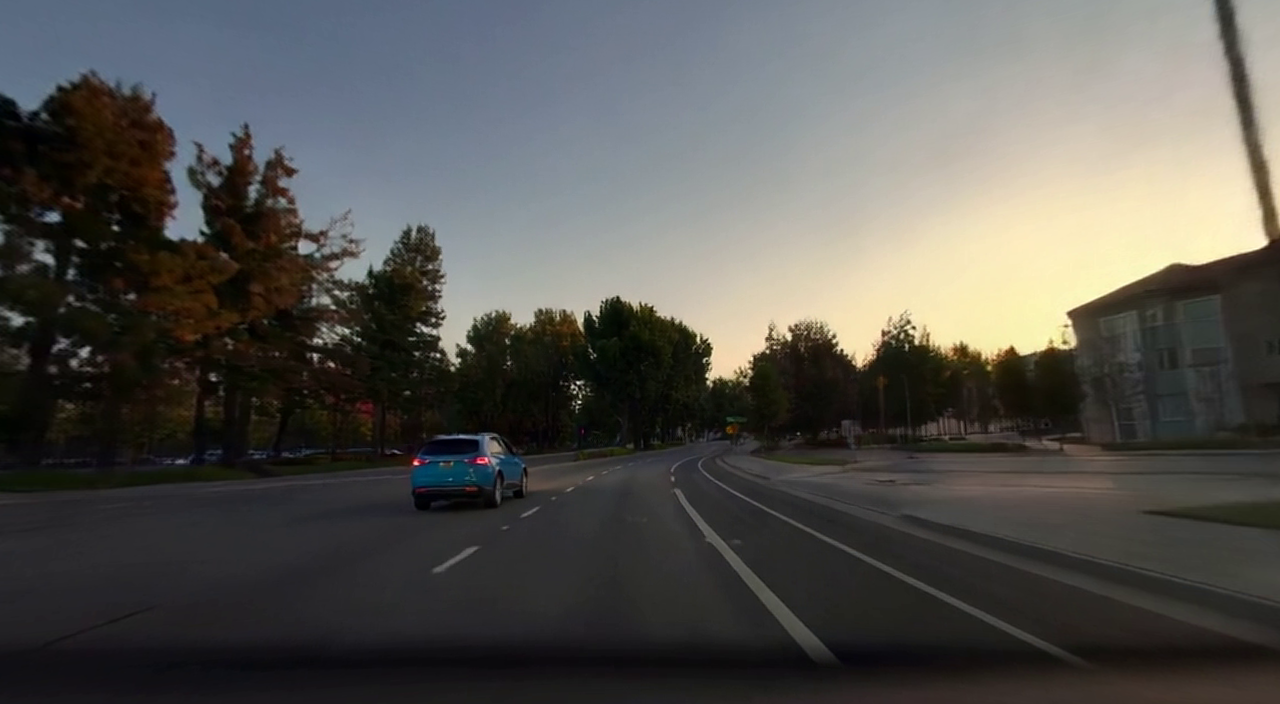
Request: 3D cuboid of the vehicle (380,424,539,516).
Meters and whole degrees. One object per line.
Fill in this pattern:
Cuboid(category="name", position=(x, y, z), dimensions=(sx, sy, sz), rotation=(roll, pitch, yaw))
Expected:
Cuboid(category="vehicle", position=(-3.778, 2.566, 14.216), dimensions=(2.121, 1.724, 4.392), rotation=(-1, -9, 2))
